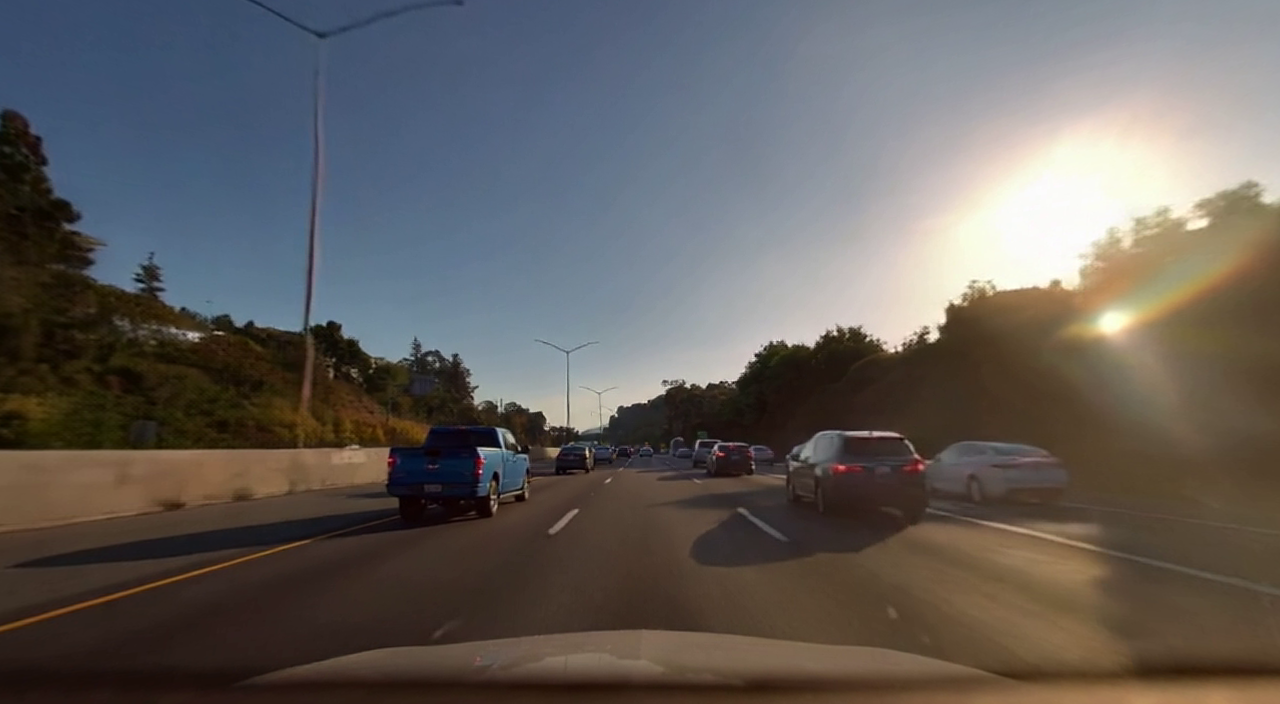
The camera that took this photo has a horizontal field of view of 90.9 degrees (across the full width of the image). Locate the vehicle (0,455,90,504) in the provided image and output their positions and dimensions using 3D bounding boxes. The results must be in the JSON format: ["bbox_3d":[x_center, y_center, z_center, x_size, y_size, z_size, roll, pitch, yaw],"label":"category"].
[{"bbox_3d":[-23.649,4.747,23.593,1.957,1.682,4.535,-1,-8,1],"label":"vehicle"}]

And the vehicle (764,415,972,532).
[{"bbox_3d":[3.976,2.217,12.122,2.144,1.752,4.765,0,-8,-1],"label":"vehicle"}]

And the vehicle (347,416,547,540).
[{"bbox_3d":[-3.160,2.179,11.588,2.139,1.764,4.707,-1,-8,1],"label":"vehicle"}]

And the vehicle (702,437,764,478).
[{"bbox_3d":[4.118,4.739,28.627,2.023,1.670,4.869,0,-8,-1],"label":"vehicle"}]

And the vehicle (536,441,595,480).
[{"bbox_3d":[-3.263,4.872,28.614,1.974,1.589,5.047,-1,-8,1],"label":"vehicle"}]

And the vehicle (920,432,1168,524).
[{"bbox_3d":[7.599,2.392,12.594,1.904,1.473,4.598,0,-8,0],"label":"vehicle"}]

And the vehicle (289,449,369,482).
[{"bbox_3d":[-15.829,5.762,32.366,1.801,1.551,4.440,-1,-8,1],"label":"vehicle"}]
